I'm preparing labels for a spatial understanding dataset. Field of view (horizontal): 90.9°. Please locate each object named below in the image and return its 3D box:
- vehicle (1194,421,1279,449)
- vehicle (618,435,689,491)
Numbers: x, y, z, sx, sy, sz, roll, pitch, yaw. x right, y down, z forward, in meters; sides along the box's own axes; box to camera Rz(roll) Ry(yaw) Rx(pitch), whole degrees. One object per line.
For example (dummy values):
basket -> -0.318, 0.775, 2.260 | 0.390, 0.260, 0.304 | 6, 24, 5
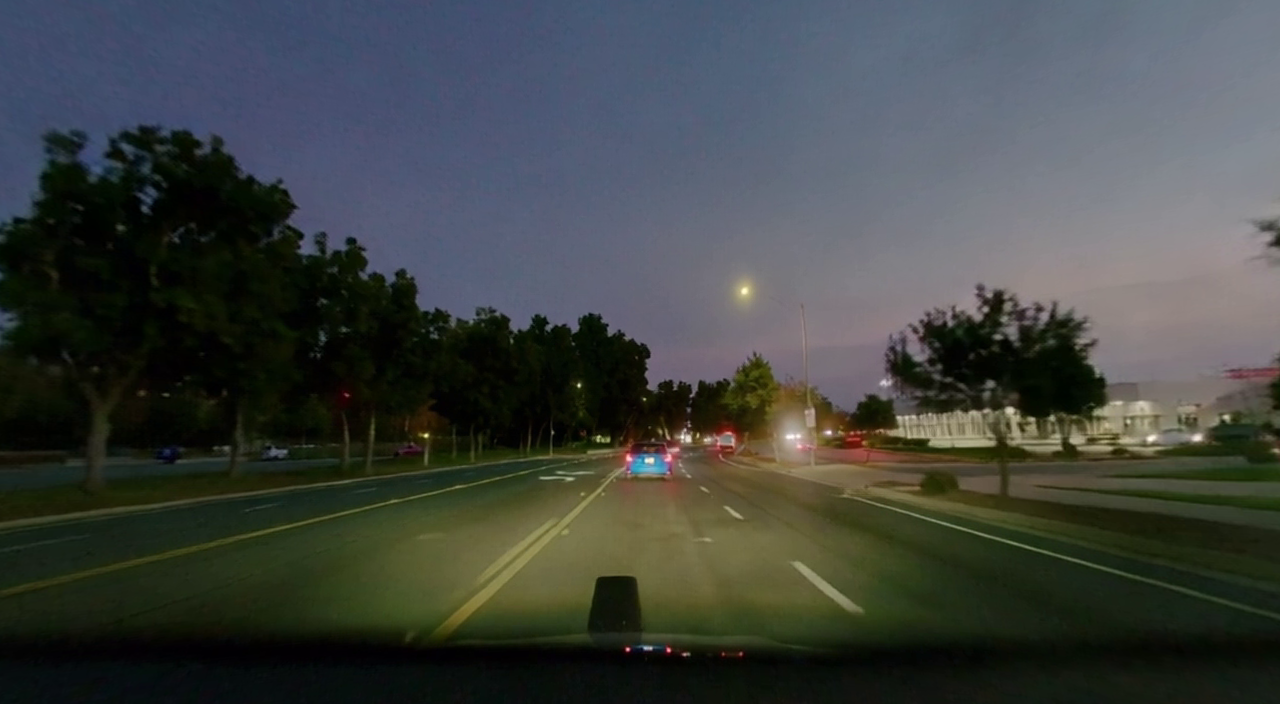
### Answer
vehicle -> 44.156, 6.145, 46.563 | 4.459, 1.710, 2.018 | -4, -8, 1
vehicle -> 0.395, 3.411, 19.681 | 2.010, 1.535, 3.735 | 0, -8, 1
